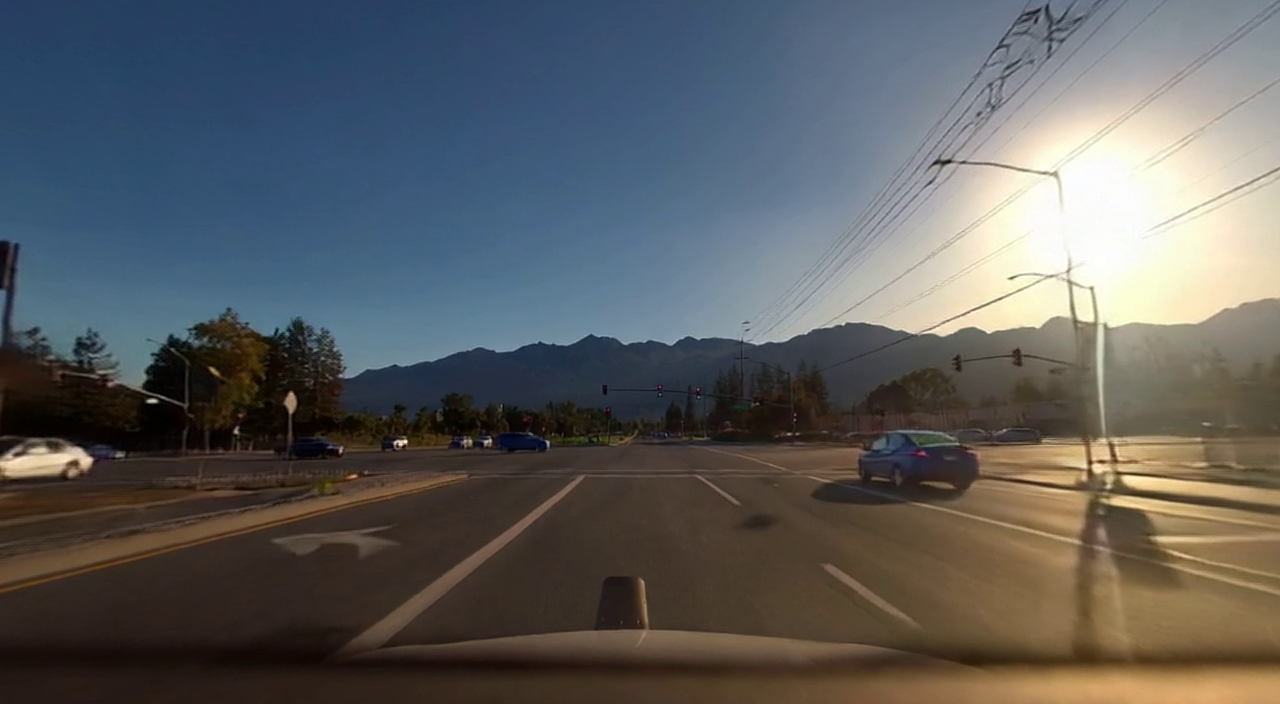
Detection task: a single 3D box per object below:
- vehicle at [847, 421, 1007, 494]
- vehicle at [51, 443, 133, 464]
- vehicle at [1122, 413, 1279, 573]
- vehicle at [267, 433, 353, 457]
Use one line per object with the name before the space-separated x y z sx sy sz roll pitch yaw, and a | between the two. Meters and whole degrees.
vehicle | 6.993 2.636 16.089 1.899 1.570 4.666 0 -8 0
vehicle | -40.928 7.560 47.232 4.218 1.542 2.044 0 -8 0
vehicle | 6.977 1.254 5.455 1.990 1.480 4.624 0 -8 0
vehicle | -25.065 7.084 48.110 5.228 1.805 2.246 1 -8 -6
